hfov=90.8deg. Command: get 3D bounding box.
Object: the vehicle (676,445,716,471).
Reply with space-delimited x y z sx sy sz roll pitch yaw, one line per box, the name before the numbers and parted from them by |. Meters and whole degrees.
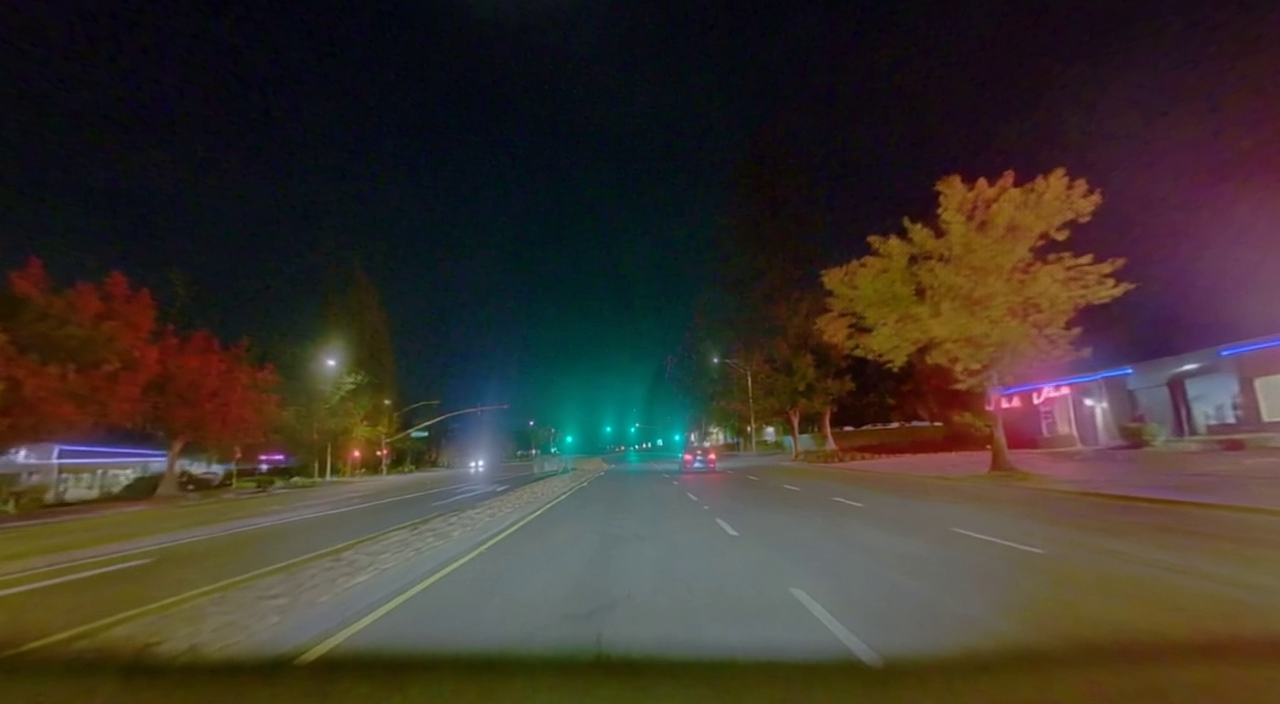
vehicle | 3.247 6.236 37.382 1.929 1.411 4.284 0 -8 -1
